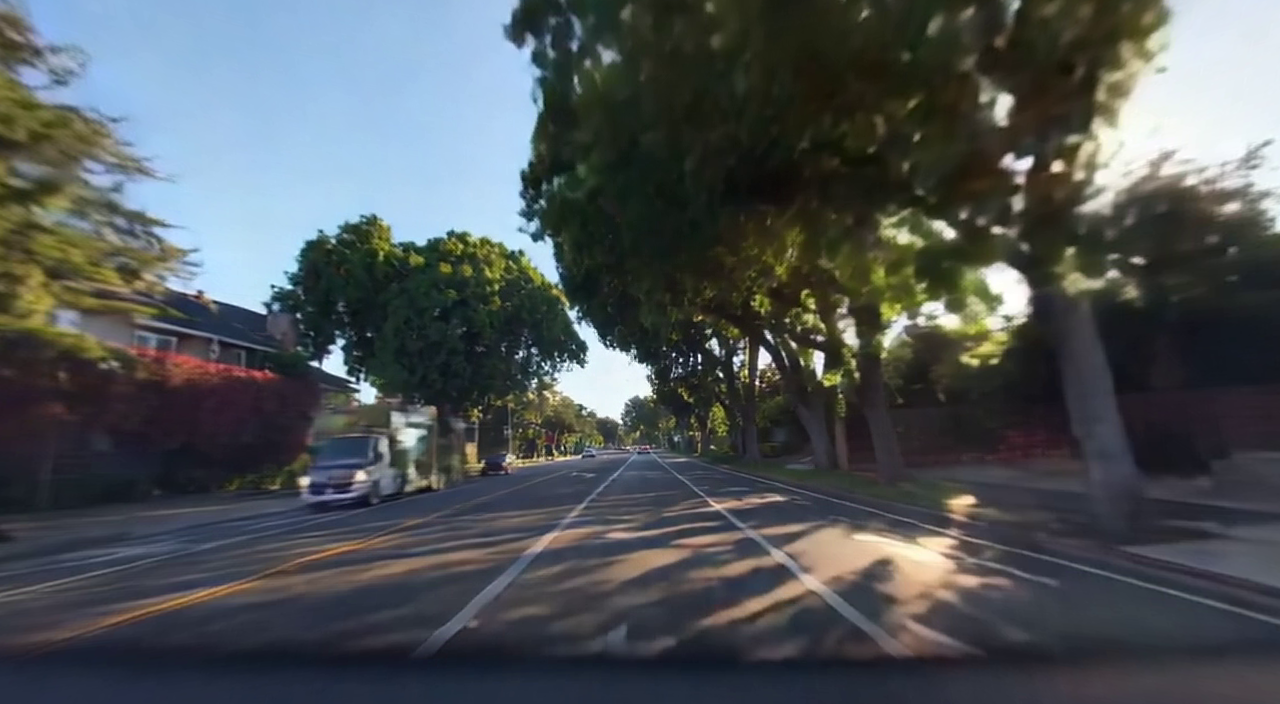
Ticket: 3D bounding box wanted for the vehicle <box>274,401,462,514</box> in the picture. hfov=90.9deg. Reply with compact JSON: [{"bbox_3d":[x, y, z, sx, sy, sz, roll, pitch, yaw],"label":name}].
[{"bbox_3d":[-8.856,3.592,22.021,2.757,3.141,8.316,0,-9,1],"label":"vehicle"}]
